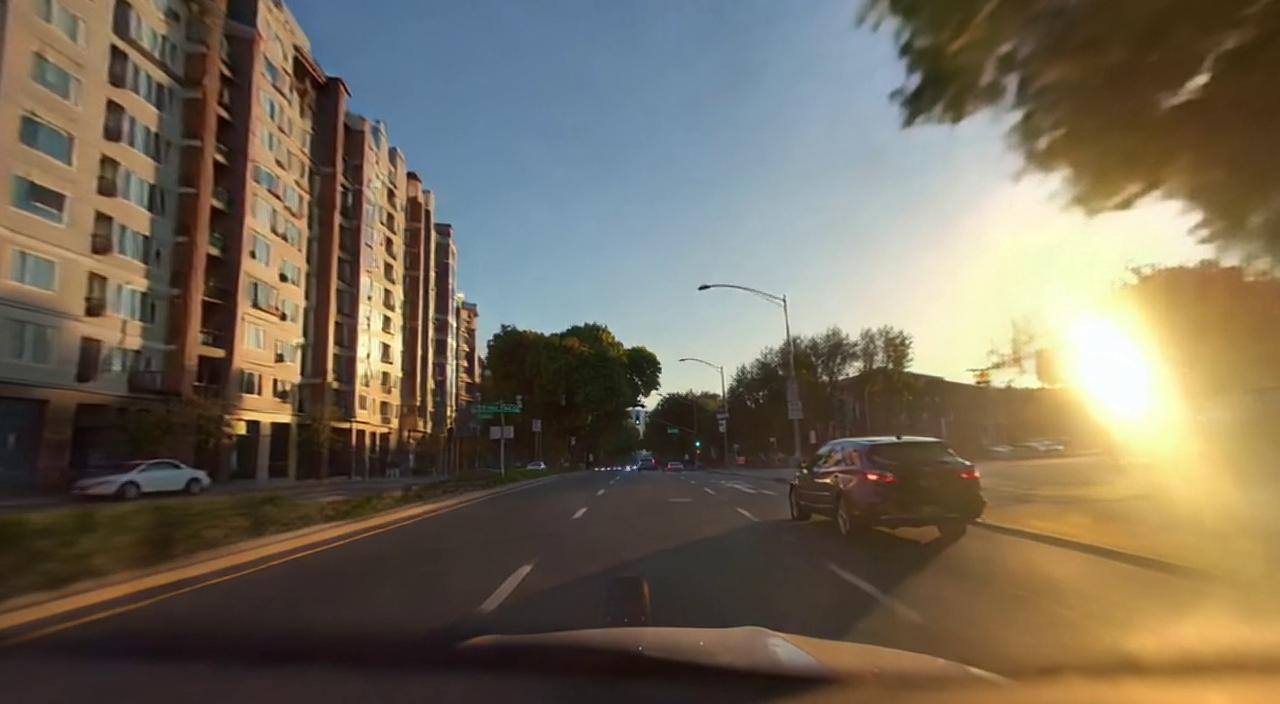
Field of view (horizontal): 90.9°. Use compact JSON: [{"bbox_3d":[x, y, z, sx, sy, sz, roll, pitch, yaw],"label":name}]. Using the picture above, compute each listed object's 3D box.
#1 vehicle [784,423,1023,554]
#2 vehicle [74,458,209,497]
[{"bbox_3d":[3.694,1.974,9.766,1.949,1.583,3.996,0,-9,0],"label":"vehicle"},{"bbox_3d":[-21.361,5.359,27.320,1.864,1.468,4.770,0,-9,1],"label":"vehicle"}]
